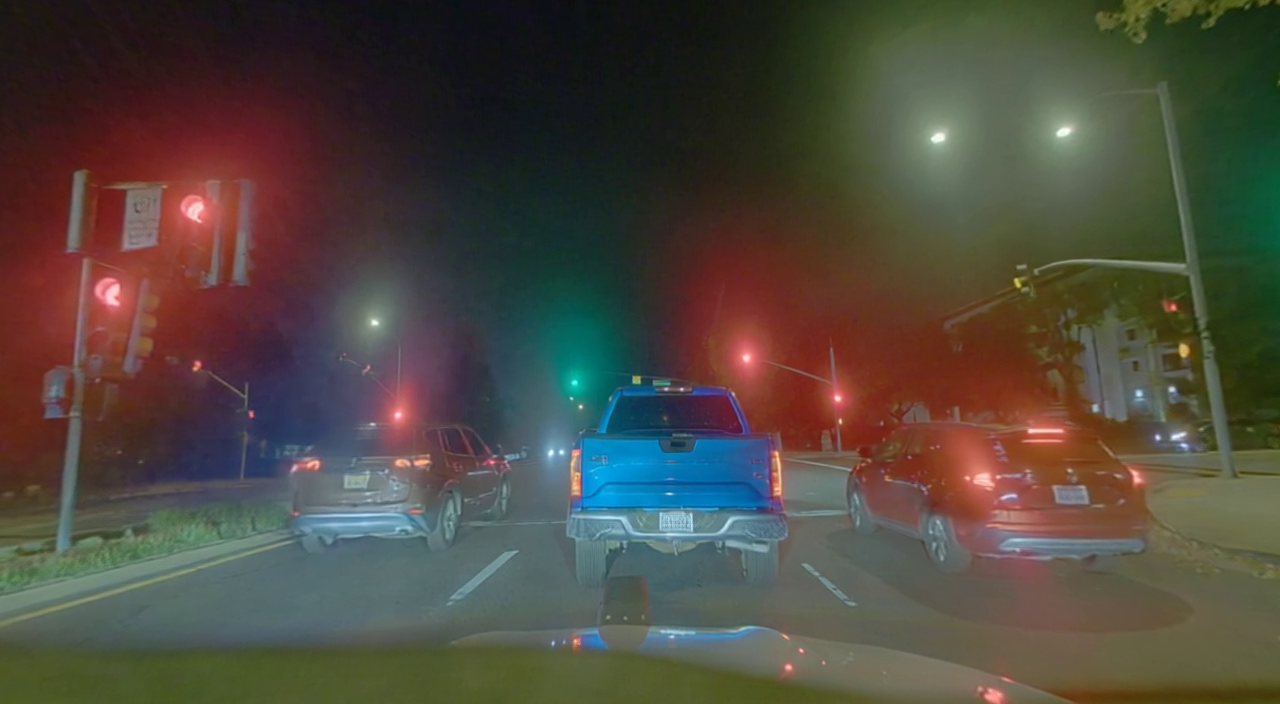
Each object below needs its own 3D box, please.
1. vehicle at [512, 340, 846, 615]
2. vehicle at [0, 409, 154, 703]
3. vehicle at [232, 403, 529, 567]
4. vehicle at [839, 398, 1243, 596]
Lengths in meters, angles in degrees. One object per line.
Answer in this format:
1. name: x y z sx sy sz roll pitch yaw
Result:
1. vehicle: 0.333 1.286 7.243 2.505 2.084 4.768 0 -8 1
2. vehicle: -3.394 0.712 0.673 1.998 1.481 4.656 0 -8 1
3. vehicle: -3.236 1.778 9.219 2.125 1.739 4.707 0 -8 3
4. vehicle: 4.049 1.532 7.480 1.984 1.659 4.226 0 -8 0
